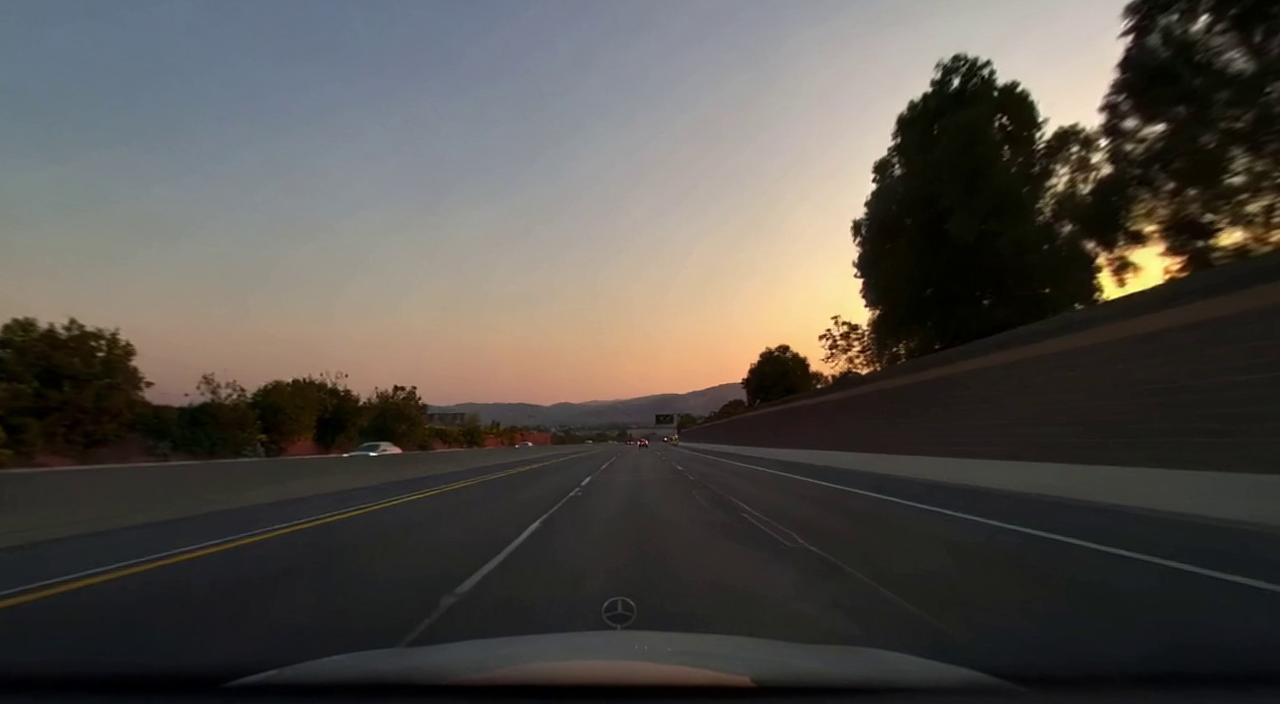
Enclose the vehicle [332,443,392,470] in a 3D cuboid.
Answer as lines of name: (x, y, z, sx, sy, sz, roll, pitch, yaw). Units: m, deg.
vehicle: (-15.984, 5.998, 36.404, 1.828, 1.439, 3.737, 0, -8, -1)
